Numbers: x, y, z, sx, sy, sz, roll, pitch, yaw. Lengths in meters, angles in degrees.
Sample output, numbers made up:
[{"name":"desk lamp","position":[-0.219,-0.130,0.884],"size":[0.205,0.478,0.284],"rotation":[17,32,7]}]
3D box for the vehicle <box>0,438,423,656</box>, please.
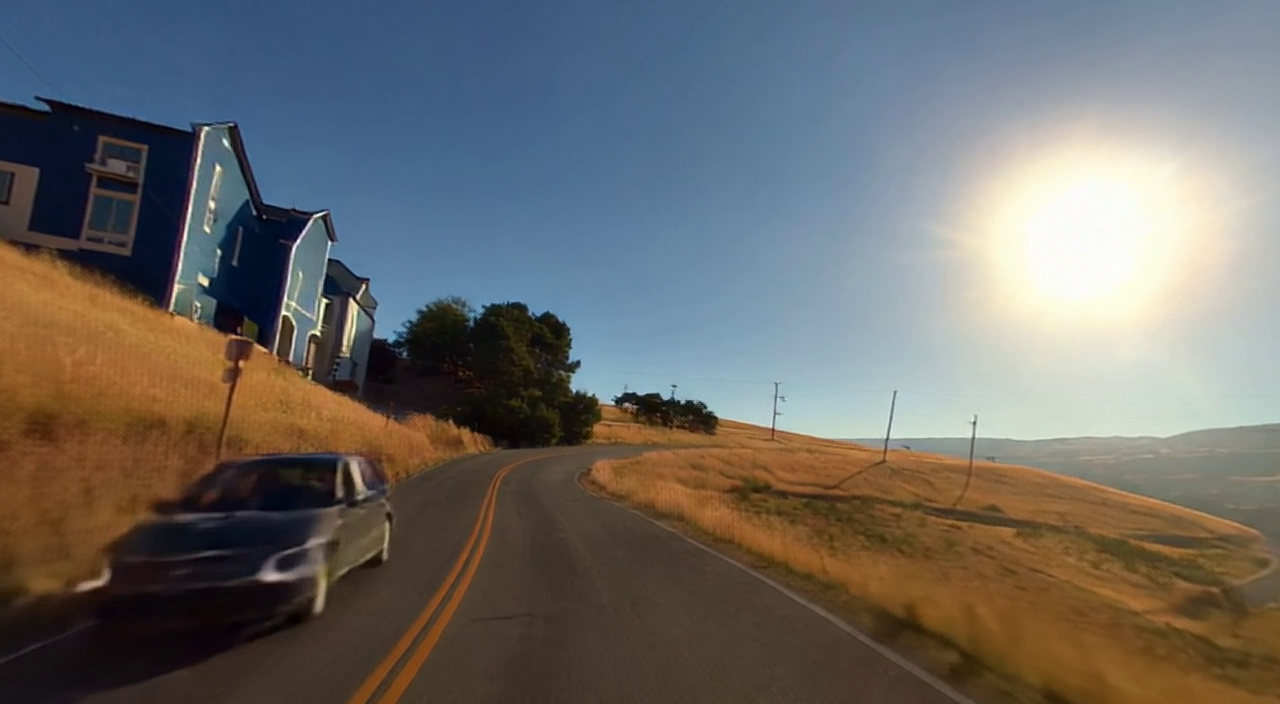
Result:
[{"name":"vehicle","position":[-3.790,1.662,6.534],"size":[2.063,1.485,3.997],"rotation":[1,-8,-6]}]
